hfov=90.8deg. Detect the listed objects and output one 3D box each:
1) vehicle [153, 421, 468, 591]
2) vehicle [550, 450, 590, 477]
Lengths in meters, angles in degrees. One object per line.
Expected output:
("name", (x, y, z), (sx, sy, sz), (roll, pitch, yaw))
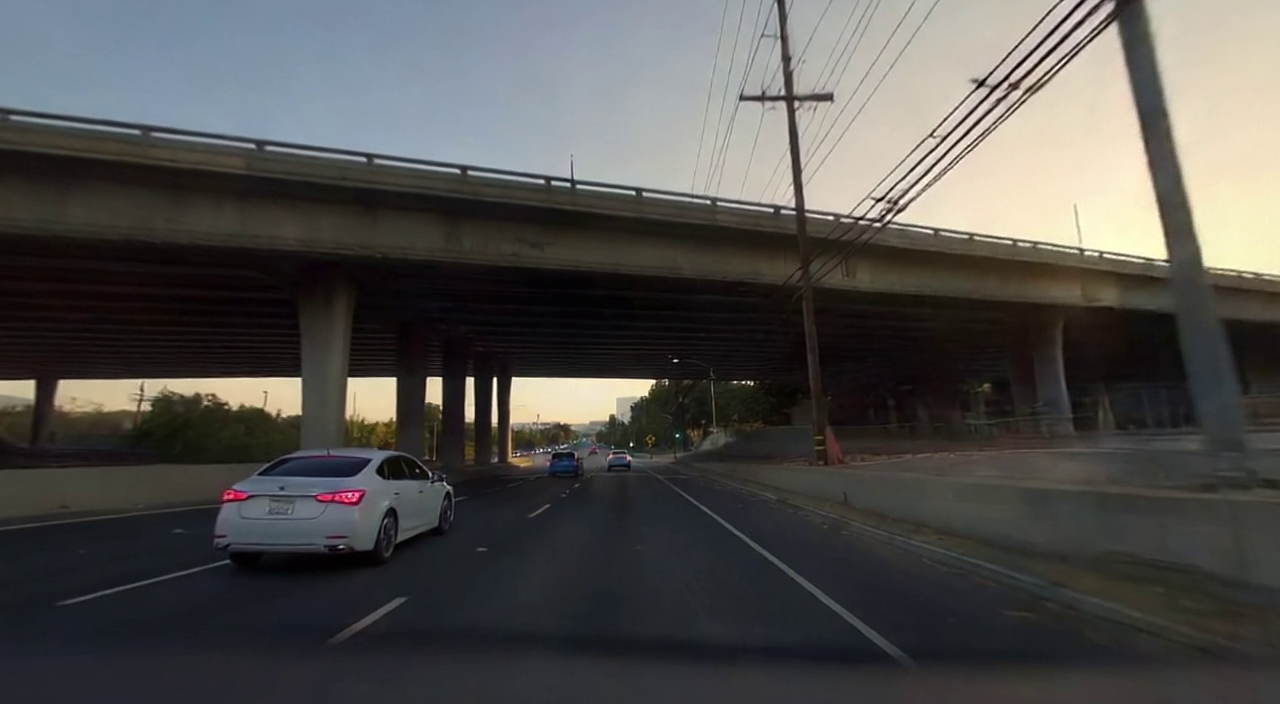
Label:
("vehicle", (-3.859, 1.846, 8.472), (1.925, 1.666, 4.271), (0, -8, -1))
("vehicle", (-4.074, 6.562, 37.279), (1.946, 1.437, 4.154), (0, -8, -1))
